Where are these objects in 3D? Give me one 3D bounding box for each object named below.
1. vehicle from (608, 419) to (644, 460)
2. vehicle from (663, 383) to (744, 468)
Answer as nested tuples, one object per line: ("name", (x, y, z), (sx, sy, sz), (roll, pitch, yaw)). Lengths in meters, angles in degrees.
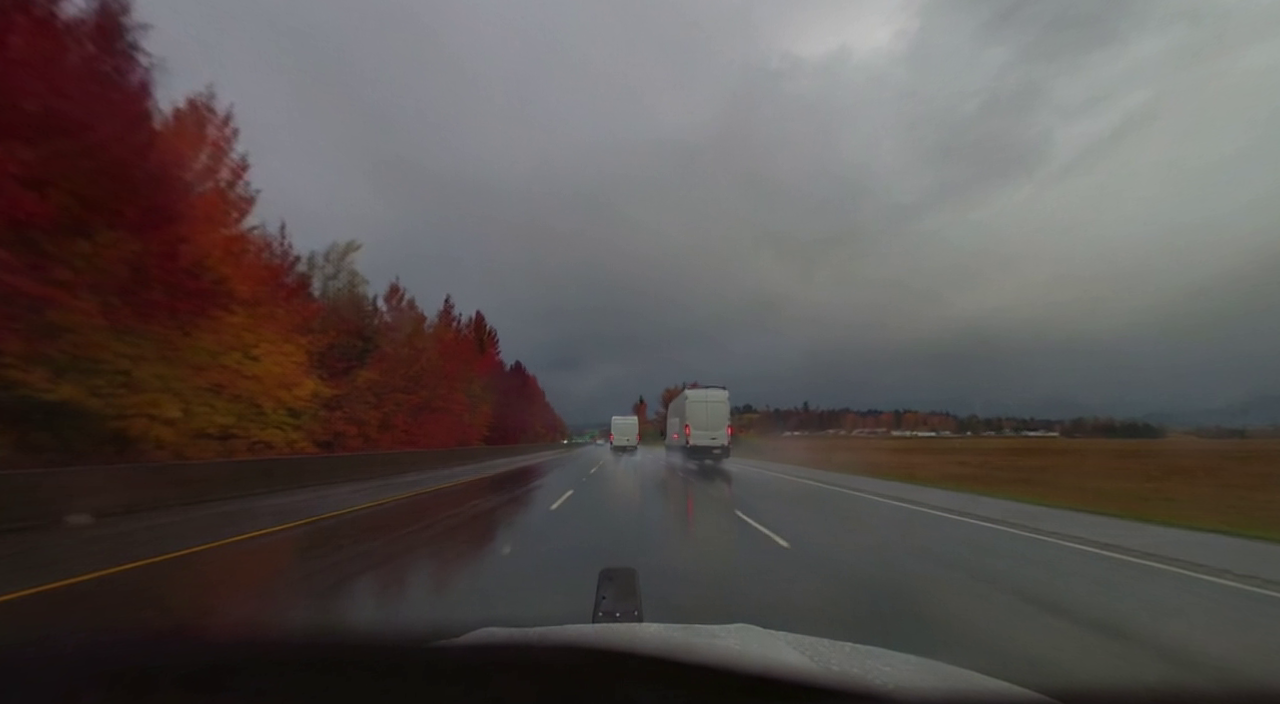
("vehicle", (-0.970, 6.080, 43.799), (2.389, 2.637, 5.437), (0, -8, -1))
("vehicle", (3.290, 4.425, 37.029), (3.128, 4.087, 13.351), (0, -8, -1))
